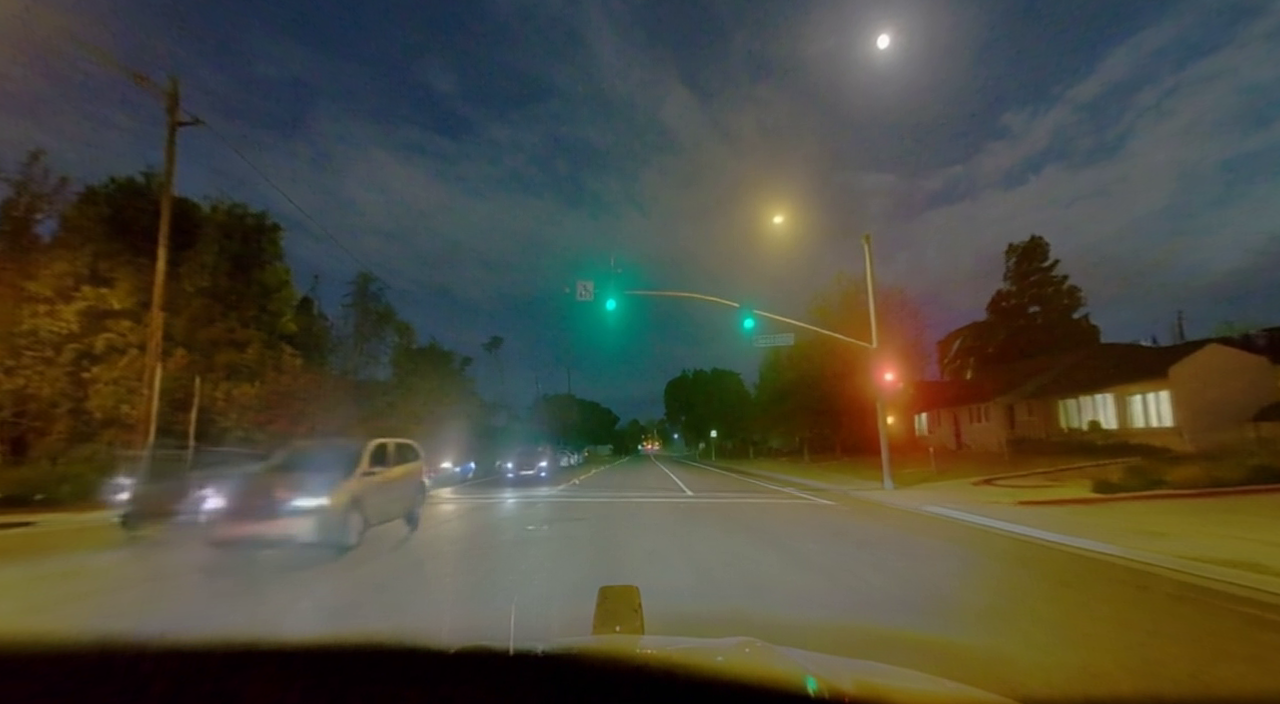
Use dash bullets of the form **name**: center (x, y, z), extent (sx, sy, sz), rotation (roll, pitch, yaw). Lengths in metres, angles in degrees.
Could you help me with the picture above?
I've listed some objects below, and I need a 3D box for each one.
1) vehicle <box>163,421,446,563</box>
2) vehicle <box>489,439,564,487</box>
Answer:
- **vehicle**: center (-4.580, 1.935, 9.488), extent (1.999, 1.652, 3.962), rotation (0, -8, 1)
- **vehicle**: center (-4.464, 4.418, 25.570), extent (2.095, 1.731, 4.462), rotation (0, -8, 1)
